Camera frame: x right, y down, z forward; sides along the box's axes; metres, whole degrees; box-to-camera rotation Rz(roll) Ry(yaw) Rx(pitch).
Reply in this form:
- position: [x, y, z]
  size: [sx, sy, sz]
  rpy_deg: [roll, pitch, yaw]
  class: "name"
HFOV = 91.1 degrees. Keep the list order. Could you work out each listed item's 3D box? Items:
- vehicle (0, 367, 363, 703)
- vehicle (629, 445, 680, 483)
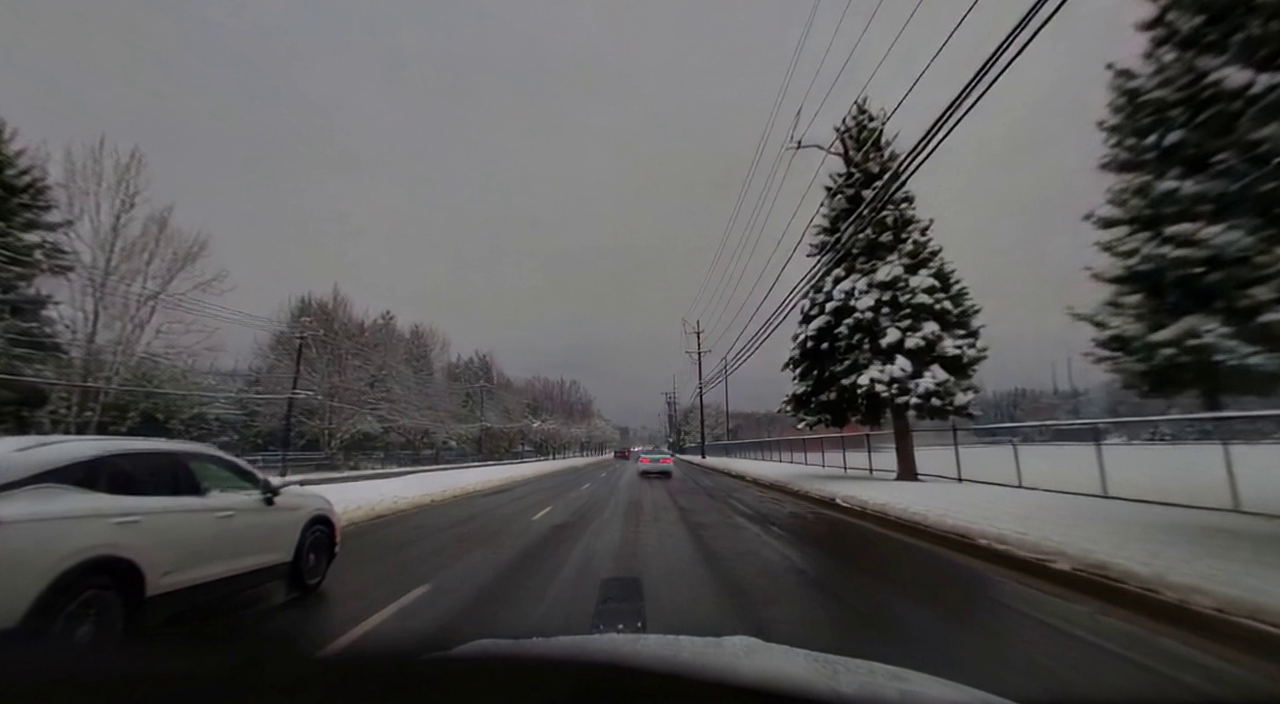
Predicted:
- position: [-3.876, 1.141, 4.258]
  size: [1.950, 1.692, 4.397]
  rpy_deg: [0, -9, 0]
  class: "vehicle"
- position: [0.608, 4.770, 27.026]
  size: [2.059, 1.486, 3.980]
  rpy_deg: [0, -9, 1]
  class: "vehicle"
